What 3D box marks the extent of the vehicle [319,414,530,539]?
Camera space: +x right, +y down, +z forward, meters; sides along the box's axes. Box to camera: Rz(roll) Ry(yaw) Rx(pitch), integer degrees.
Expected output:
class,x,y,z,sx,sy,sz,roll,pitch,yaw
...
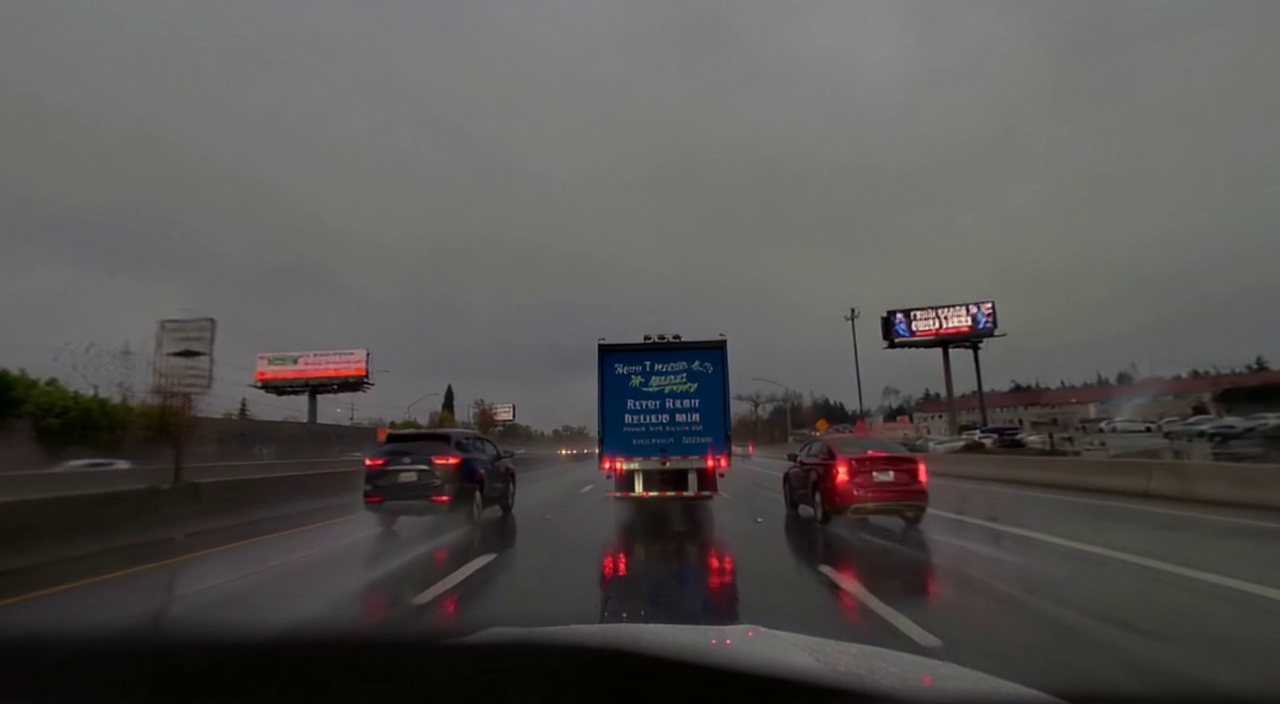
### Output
class,x,y,z,sx,sy,sz,roll,pitch,yaw
vehicle,-3.451,2.092,11.230,2.030,1.757,4.509,-1,-8,2

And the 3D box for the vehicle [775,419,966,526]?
class,x,y,z,sx,sy,sz,roll,pitch,yaw
vehicle,4.146,2.246,12.291,2.066,1.692,4.339,0,-8,0

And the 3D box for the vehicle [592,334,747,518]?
class,x,y,z,sx,sy,sz,roll,pitch,yaw
vehicle,0.652,1.924,15.628,2.733,3.296,8.571,-1,-8,2

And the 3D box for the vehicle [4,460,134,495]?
class,x,y,z,sx,sy,sz,roll,pitch,yaw
vehicle,-29.231,6.407,32.504,1.861,1.551,4.728,-2,-8,9

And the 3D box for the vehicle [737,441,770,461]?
class,x,y,z,sx,sy,sz,roll,pitch,yaw
vehicle,8.709,7.625,48.642,1.931,1.495,3.889,-1,-8,2
